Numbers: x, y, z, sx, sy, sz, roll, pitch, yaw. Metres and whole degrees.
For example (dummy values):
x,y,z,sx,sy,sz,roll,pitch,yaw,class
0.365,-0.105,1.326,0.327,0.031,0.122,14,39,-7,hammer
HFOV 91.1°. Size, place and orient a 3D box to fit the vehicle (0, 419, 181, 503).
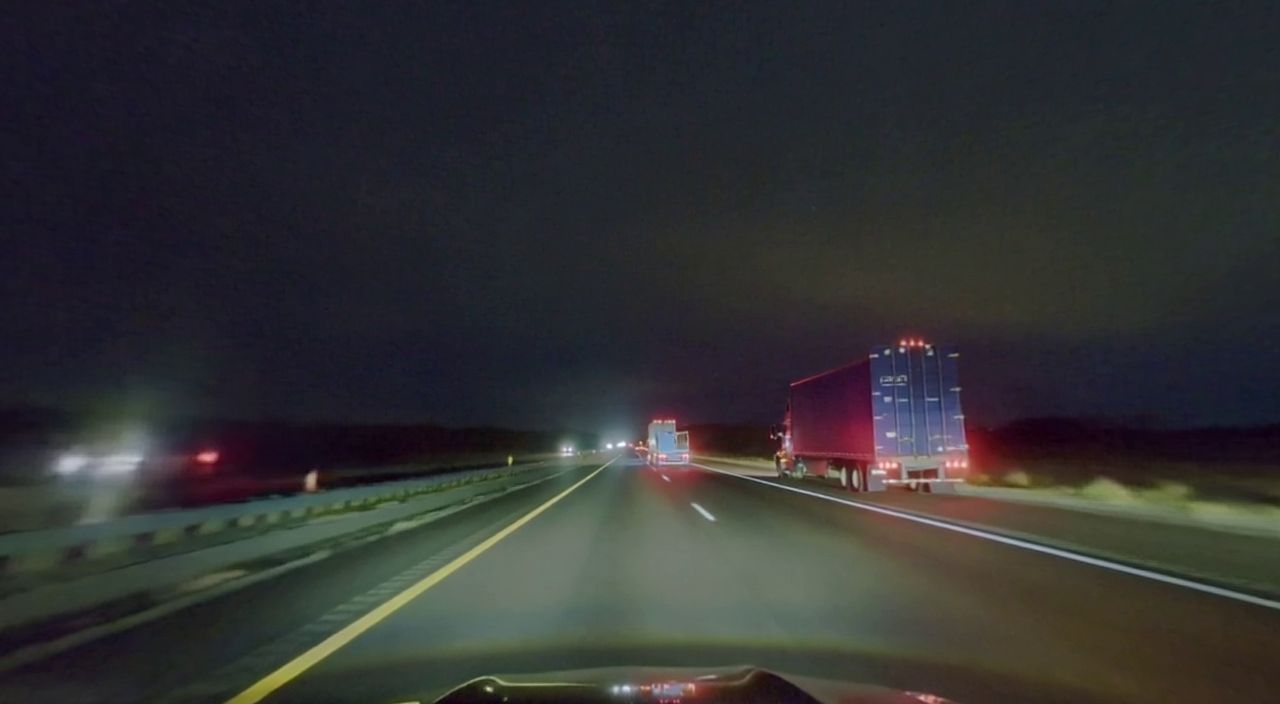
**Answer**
x,y,z,sx,sy,sz,roll,pitch,yaw,class
-13.514,2.543,14.947,2.013,1.690,4.217,0,-9,-1,vehicle
